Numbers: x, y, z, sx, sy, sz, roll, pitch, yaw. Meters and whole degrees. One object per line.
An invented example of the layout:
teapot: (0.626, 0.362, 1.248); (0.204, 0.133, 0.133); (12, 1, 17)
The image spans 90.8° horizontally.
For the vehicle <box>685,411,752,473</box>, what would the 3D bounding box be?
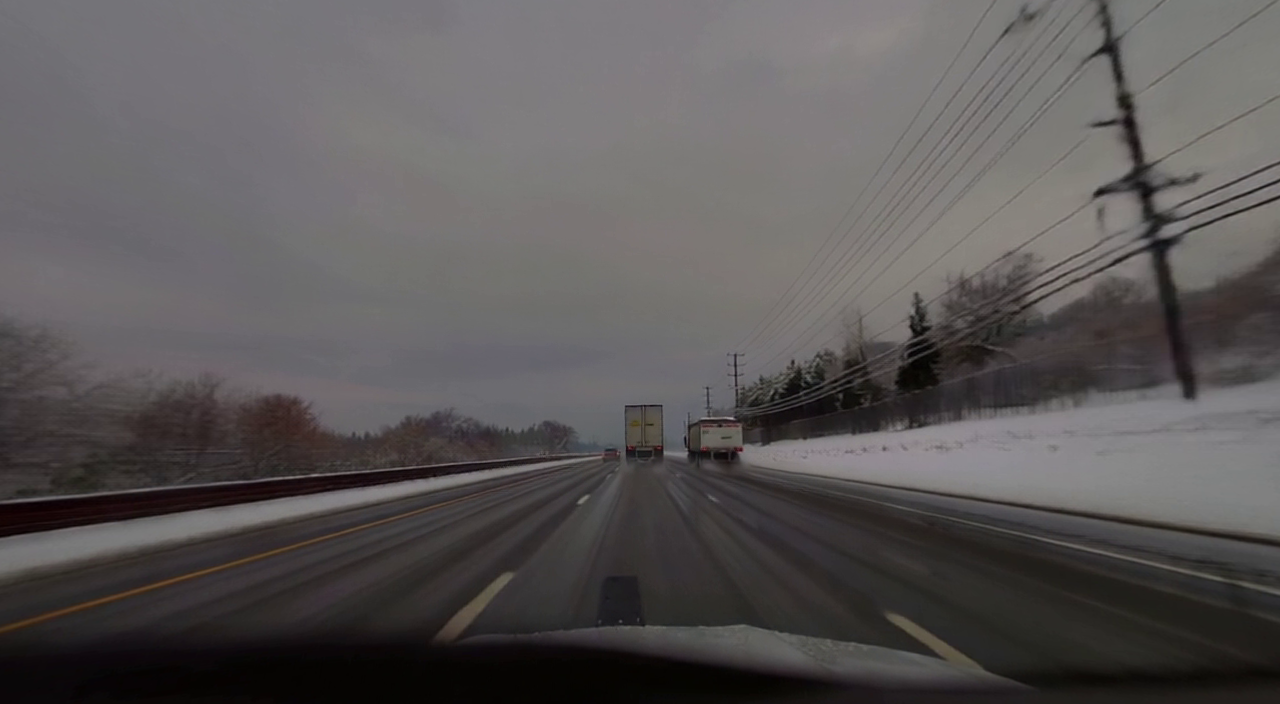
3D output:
vehicle: (4.661, 5.671, 39.230); (2.938, 3.378, 8.820); (0, -9, 0)

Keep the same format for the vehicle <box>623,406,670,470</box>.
vehicle: (0.509, 6.500, 46.602); (2.997, 4.076, 13.224); (0, -9, 1)
